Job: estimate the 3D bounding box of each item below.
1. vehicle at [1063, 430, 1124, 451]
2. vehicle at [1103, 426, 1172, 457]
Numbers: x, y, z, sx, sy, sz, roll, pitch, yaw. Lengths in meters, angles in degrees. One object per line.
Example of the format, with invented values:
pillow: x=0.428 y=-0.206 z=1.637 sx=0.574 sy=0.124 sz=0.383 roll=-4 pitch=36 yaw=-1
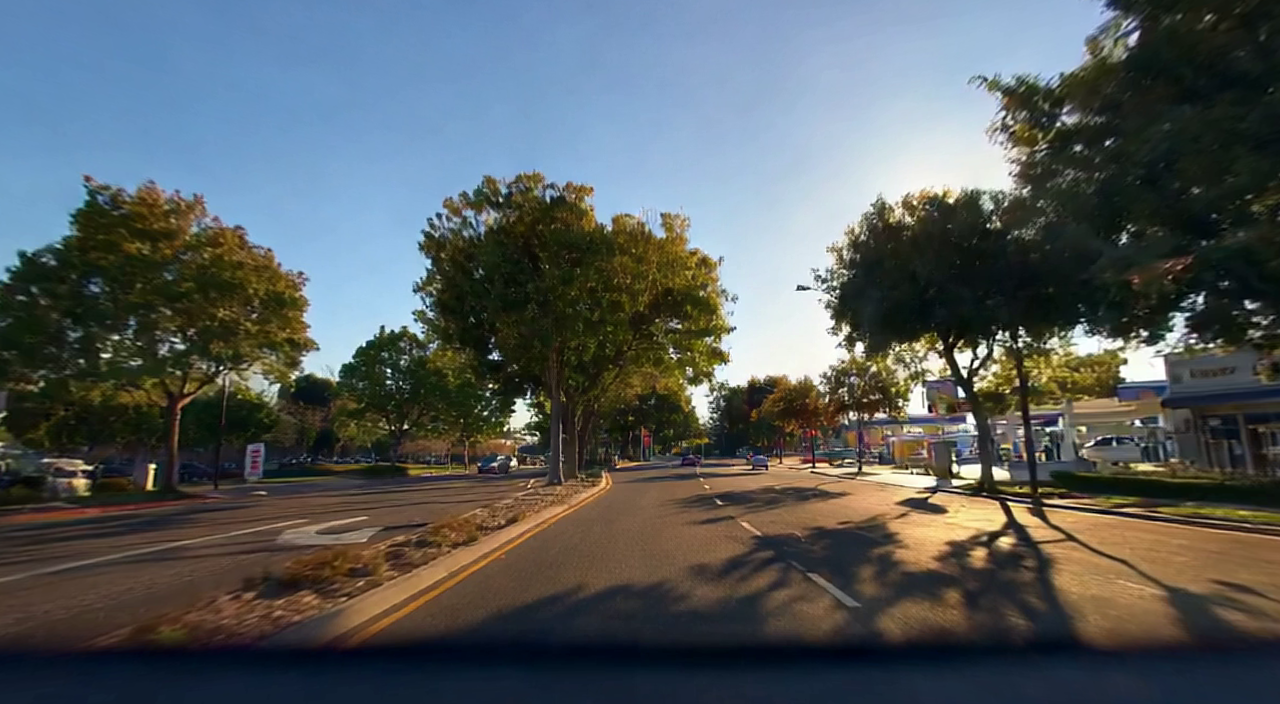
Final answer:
vehicle: x=31.003 y=6.040 z=43.220 sx=3.303 sy=1.375 sz=1.483 roll=2 pitch=-5 yaw=-11
vehicle: x=31.505 y=5.665 z=40.008 sx=3.449 sy=1.428 sz=1.548 roll=-5 pitch=-10 yaw=-19
